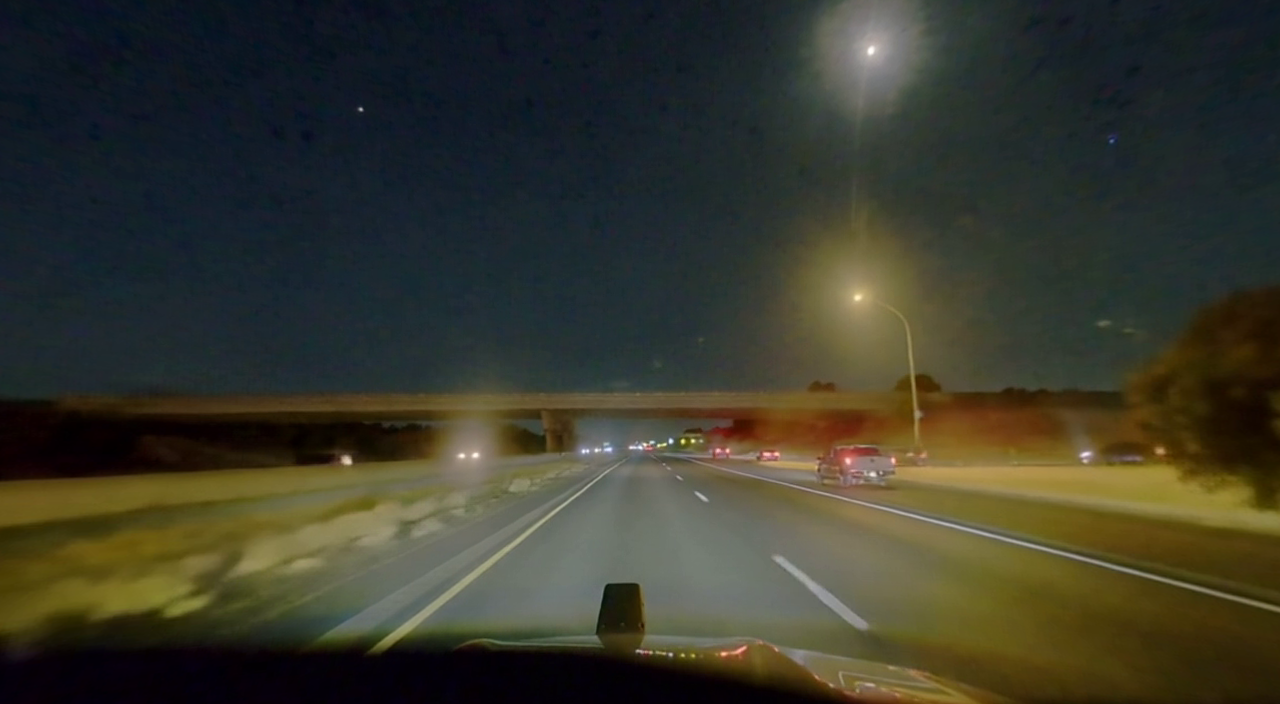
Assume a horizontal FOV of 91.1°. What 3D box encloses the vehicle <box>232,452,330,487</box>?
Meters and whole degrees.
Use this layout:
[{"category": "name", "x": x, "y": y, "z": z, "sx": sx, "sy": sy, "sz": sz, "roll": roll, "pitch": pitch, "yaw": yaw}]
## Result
[{"category": "vehicle", "x": -17.263, "y": 5.642, "z": 30.508, "sx": 1.911, "sy": 1.474, "sz": 4.742, "roll": 0, "pitch": -9, "yaw": 0}]
